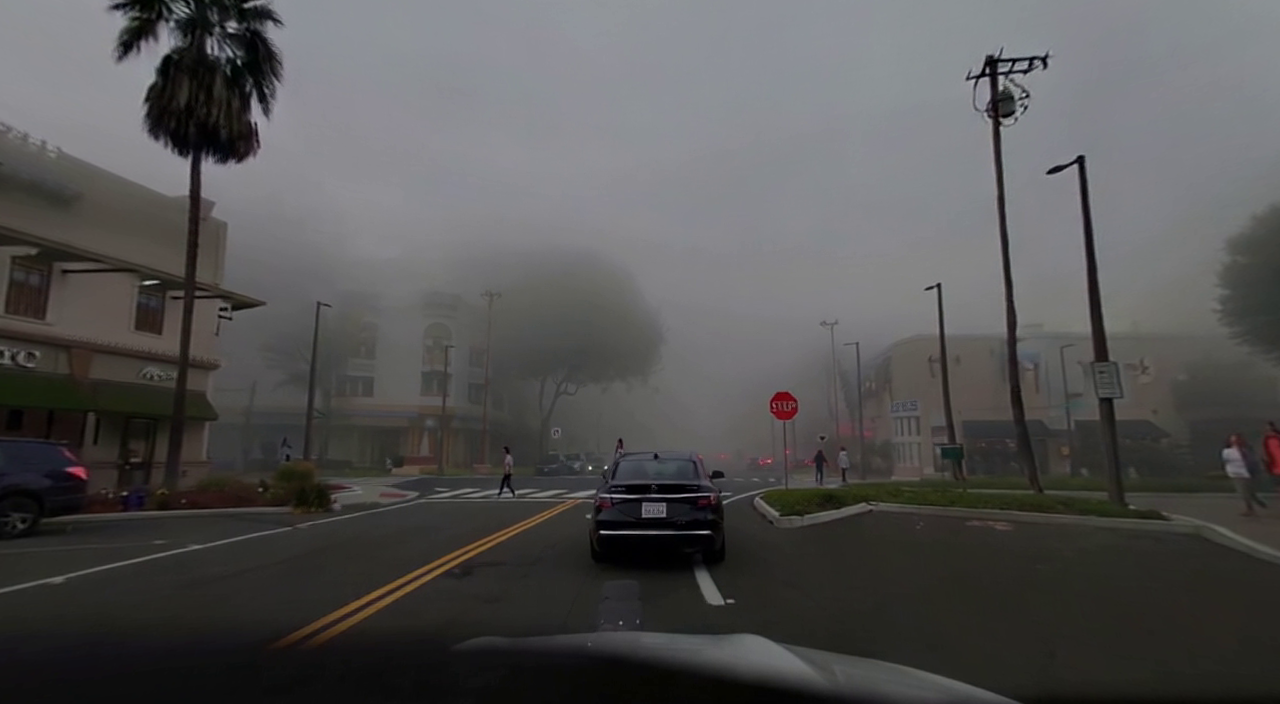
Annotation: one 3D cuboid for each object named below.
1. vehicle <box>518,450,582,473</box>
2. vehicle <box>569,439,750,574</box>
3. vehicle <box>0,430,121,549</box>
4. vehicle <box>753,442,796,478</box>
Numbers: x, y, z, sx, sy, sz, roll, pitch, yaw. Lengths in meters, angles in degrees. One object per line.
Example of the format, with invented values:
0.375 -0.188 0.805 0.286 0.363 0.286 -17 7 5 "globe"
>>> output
-6.910 8.464 48.988 4.529 1.682 1.895 6 -11 -36 "vehicle"
0.351 2.037 9.135 2.031 1.479 3.969 -1 -9 4 "vehicle"
-10.778 2.061 9.515 2.089 1.731 4.223 -9 -12 44 "vehicle"
9.423 7.556 44.304 2.467 2.369 1.577 5 -10 -36 "vehicle"
